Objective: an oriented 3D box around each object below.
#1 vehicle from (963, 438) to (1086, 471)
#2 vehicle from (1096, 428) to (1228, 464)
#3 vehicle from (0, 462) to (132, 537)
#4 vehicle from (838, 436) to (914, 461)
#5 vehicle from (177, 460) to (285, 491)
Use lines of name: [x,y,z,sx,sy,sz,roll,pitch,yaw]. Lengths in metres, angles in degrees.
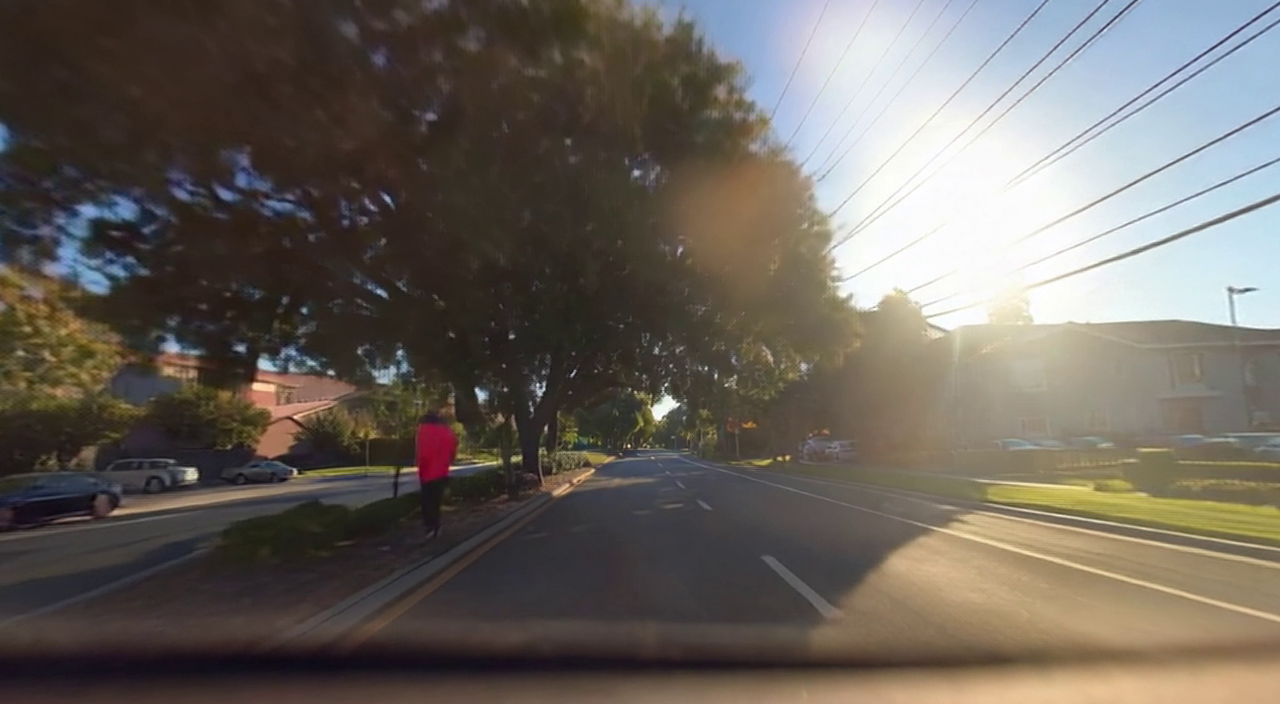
vehicle: [17.494,4.682,28.920,4.246,1.427,2.055,0,-8,0]
vehicle: [31.280,5.657,38.121,2.206,1.971,5.600,3,-9,-21]
vehicle: [-15.428,3.684,15.906,2.106,1.517,4.632,-4,-8,-10]
vehicle: [16.967,6.967,45.600,4.560,1.725,2.096,0,-8,-3]
vehicle: [-21.863,6.606,33.985,4.354,1.450,2.043,0,-10,-11]
